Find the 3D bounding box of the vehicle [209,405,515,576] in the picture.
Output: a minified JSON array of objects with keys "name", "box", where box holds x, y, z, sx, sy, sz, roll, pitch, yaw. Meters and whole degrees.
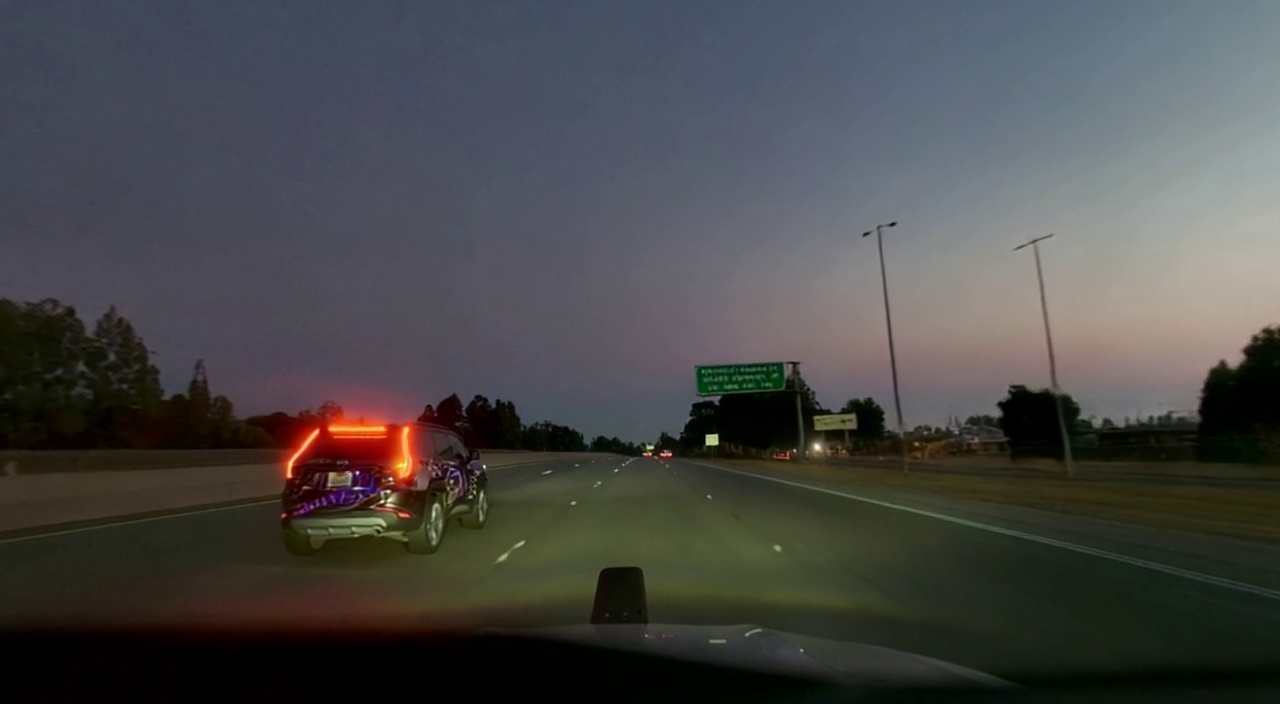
[{"name":"vehicle","box":[-3.433,1.819,9.117,2.183,1.803,4.685,0,-8,1]}]
